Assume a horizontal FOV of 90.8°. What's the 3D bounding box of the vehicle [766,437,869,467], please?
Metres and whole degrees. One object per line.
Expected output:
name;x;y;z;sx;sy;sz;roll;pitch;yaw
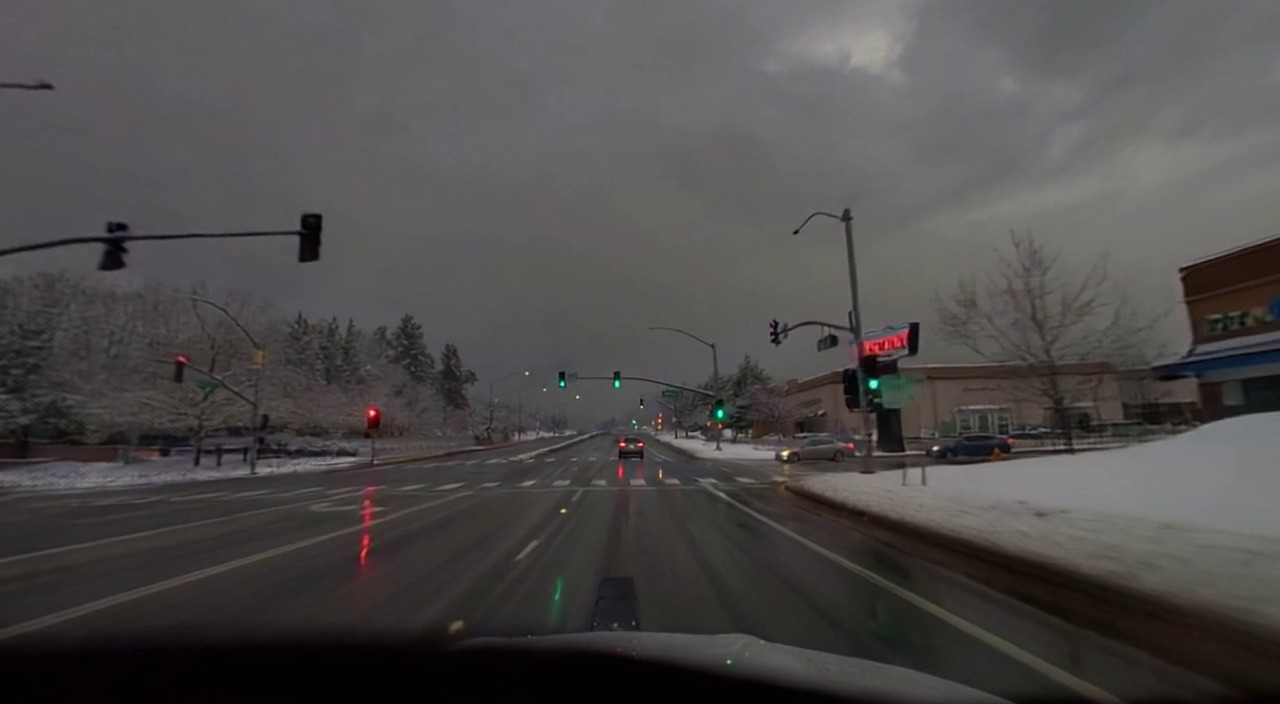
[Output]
vehicle;9.262;5.268;33.257;4.794;1.511;1.992;1;-9;-3

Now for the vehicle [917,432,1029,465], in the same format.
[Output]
vehicle;17.448;5.085;33.251;4.710;1.588;2.053;-1;-9;-2

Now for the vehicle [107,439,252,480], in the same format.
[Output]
vehicle;-34.747;8.150;47.927;8.399;2.938;2.801;1;-9;-4

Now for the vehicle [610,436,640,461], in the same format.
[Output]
vehicle;-1.068;6.922;45.298;2.024;1.628;4.774;0;-9;-1
